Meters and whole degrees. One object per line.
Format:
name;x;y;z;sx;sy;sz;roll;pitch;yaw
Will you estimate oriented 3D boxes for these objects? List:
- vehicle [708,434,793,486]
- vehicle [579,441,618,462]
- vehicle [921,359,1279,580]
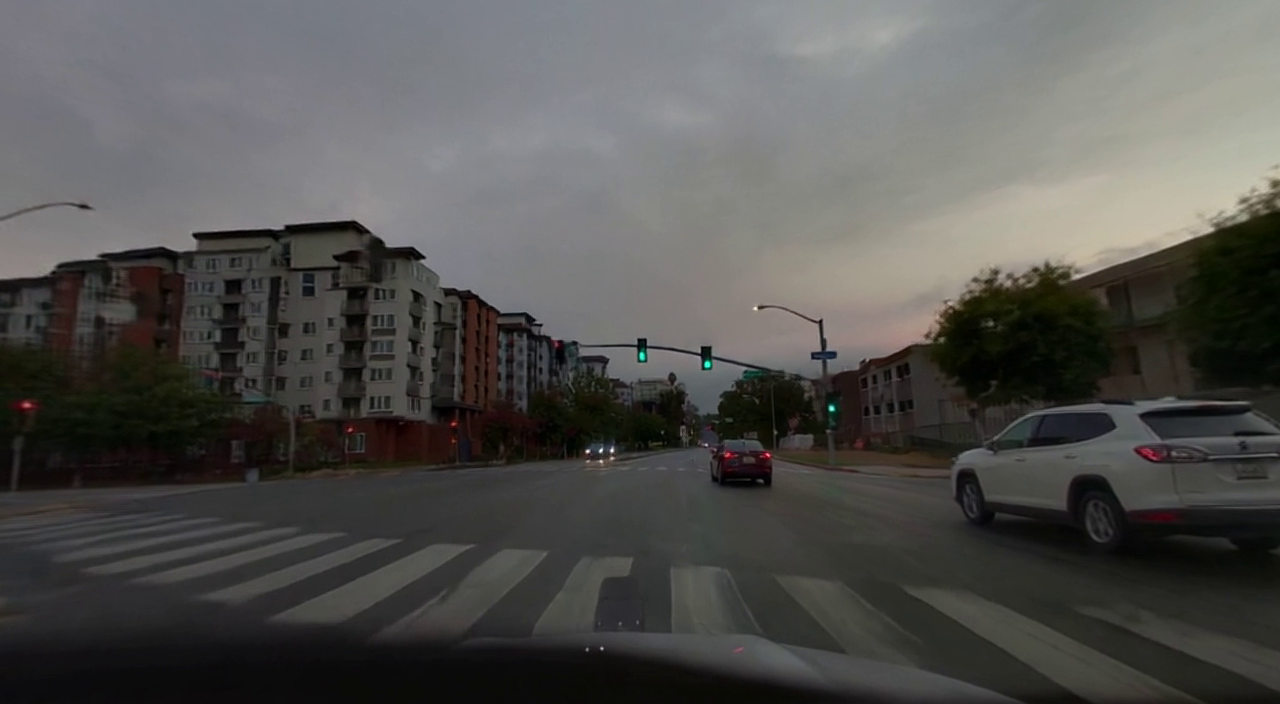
vehicle;3.432;3.455;20.484;2.003;1.480;4.494;0;-8;1
vehicle;-3.016;7.384;47.035;2.032;1.484;4.437;-1;-8;8
vehicle;6.431;1.495;8.736;2.427;2.017;5.763;0;-8;0
